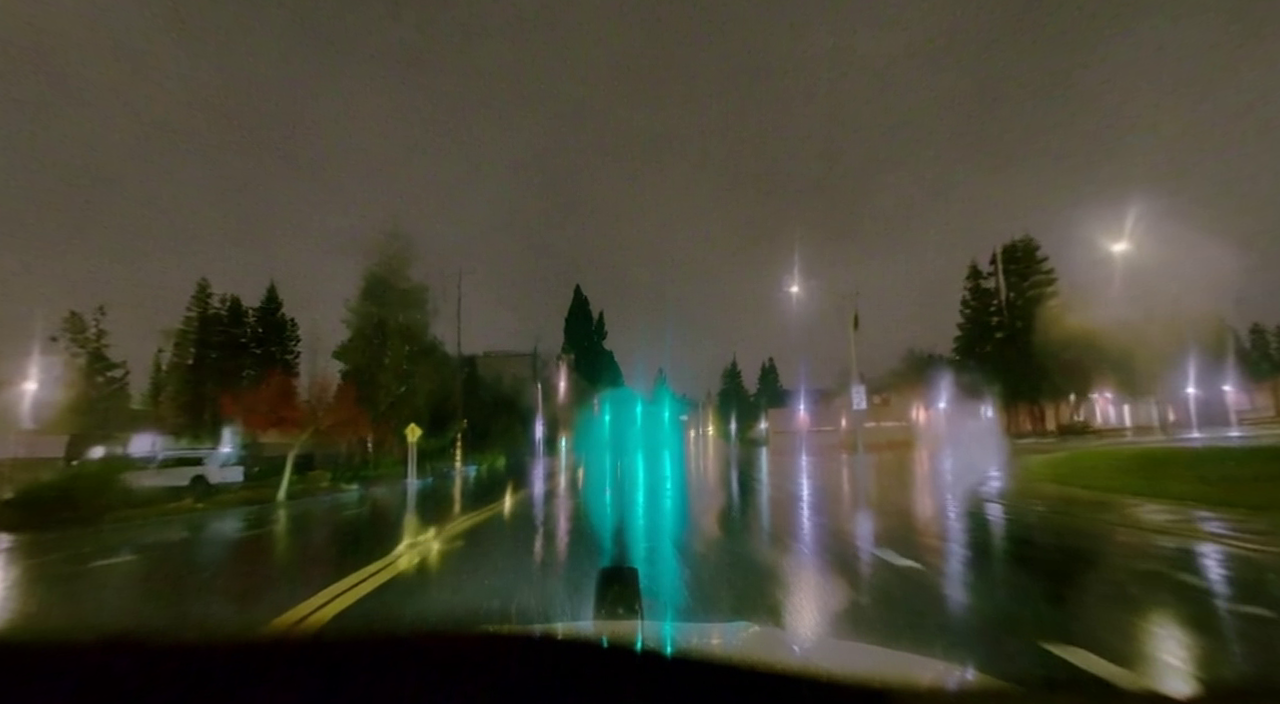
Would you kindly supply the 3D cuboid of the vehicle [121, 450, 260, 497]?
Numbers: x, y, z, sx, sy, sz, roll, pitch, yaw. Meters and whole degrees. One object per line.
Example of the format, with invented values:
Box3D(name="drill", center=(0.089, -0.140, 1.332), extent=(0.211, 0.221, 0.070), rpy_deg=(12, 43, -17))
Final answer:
Box3D(name="vehicle", center=(-19.166, 5.145, 27.303), extent=(2.030, 1.759, 4.949), rpy_deg=(-1, -8, 5))
